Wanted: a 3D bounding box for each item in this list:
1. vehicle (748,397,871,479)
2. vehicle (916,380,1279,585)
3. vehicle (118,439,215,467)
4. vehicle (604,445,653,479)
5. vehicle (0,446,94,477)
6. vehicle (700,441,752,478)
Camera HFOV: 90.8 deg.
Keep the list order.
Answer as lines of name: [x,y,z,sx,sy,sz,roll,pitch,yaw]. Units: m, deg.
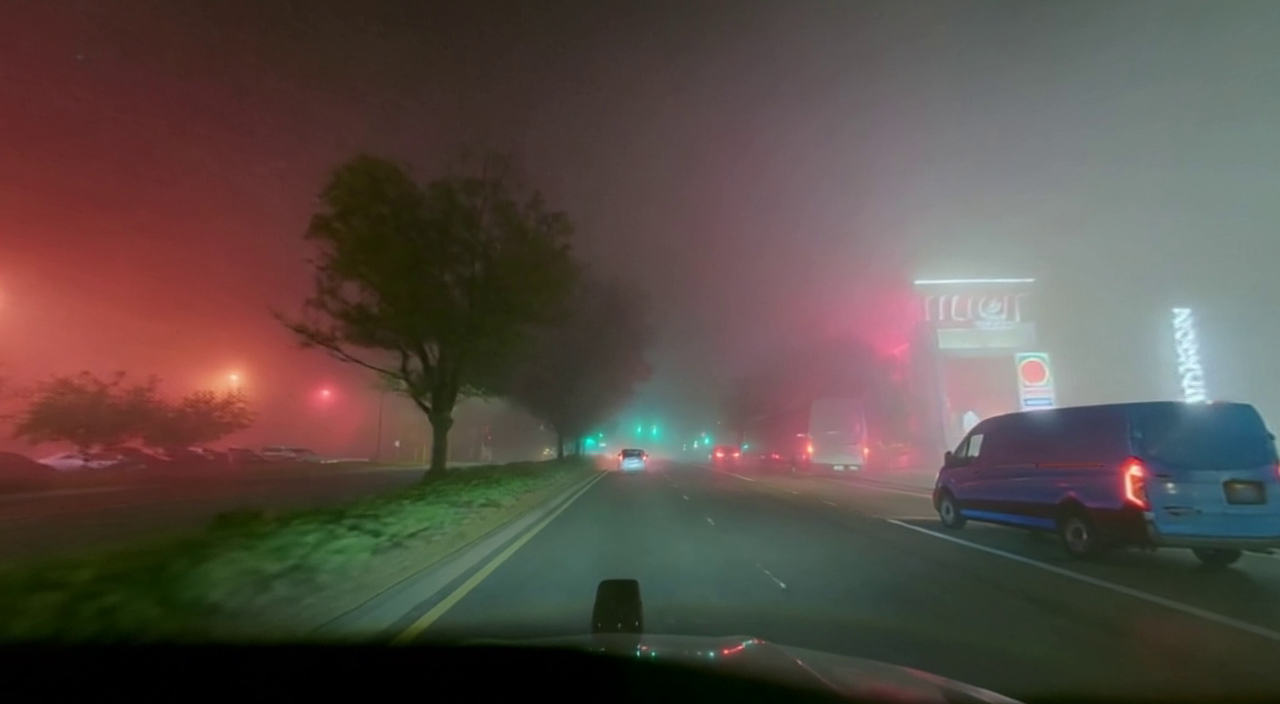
vehicle: [9.988,5.600,40.353,2.960,4.109,16.764,0,-9,-1]
vehicle: [6.727,1.772,9.439,2.573,2.127,5.568,0,-9,-1]
vehicle: [-29.499,6.315,39.447,4.377,1.665,2.129,0,-8,3]
vehicle: [-0.516,5.078,29.353,2.095,1.456,3.873,0,-9,-1]
vehicle: [-30.037,5.362,31.100,4.345,1.452,2.087,0,-9,-1]
vehicle: [4.193,5.300,31.456,2.047,1.711,4.265,0,-9,1]
